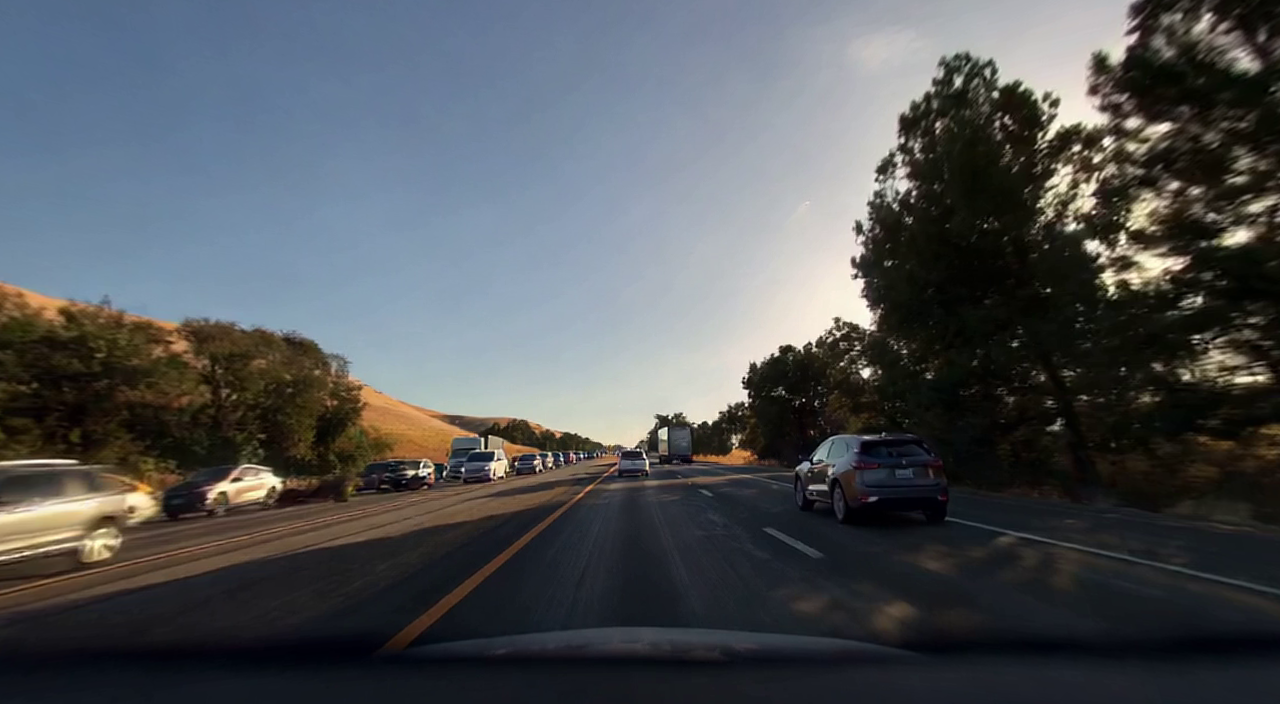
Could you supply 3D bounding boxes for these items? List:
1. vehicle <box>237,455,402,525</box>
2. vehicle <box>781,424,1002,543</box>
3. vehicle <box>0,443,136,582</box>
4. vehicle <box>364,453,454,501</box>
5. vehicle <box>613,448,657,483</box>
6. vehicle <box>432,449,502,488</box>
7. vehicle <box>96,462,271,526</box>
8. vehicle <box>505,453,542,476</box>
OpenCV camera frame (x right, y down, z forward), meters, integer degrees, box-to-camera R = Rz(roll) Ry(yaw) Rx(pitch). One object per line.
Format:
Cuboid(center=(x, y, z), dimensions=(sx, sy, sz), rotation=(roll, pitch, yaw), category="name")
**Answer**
Cuboid(center=(-7.930, 3.412, 16.084), dimensions=(1.877, 1.481, 4.430), rotation=(0, -9, 0), category="vehicle")
Cuboid(center=(4.098, 2.218, 11.166), dimensions=(2.077, 1.673, 4.267), rotation=(0, -9, -1), category="vehicle")
Cuboid(center=(-8.507, 1.847, 7.072), dimensions=(1.988, 1.621, 4.397), rotation=(0, -9, -1), category="vehicle")
Cuboid(center=(-8.106, 4.378, 22.355), dimensions=(1.795, 1.493, 3.786), rotation=(0, -9, 0), category="vehicle")
Cuboid(center=(-0.255, 5.375, 29.993), dimensions=(1.971, 1.518, 4.108), rotation=(0, -9, -1), category="vehicle")
Cuboid(center=(-7.932, 5.353, 29.209), dimensions=(1.987, 1.663, 4.580), rotation=(0, -9, 0), category="vehicle")
Cuboid(center=(-13.079, 4.054, 18.389), dimensions=(1.843, 1.525, 4.390), rotation=(0, -9, -1), category="vehicle")
Cuboid(center=(-8.308, 8.054, 45.023), dimensions=(1.850, 1.476, 4.085), rotation=(0, -9, 0), category="vehicle")
